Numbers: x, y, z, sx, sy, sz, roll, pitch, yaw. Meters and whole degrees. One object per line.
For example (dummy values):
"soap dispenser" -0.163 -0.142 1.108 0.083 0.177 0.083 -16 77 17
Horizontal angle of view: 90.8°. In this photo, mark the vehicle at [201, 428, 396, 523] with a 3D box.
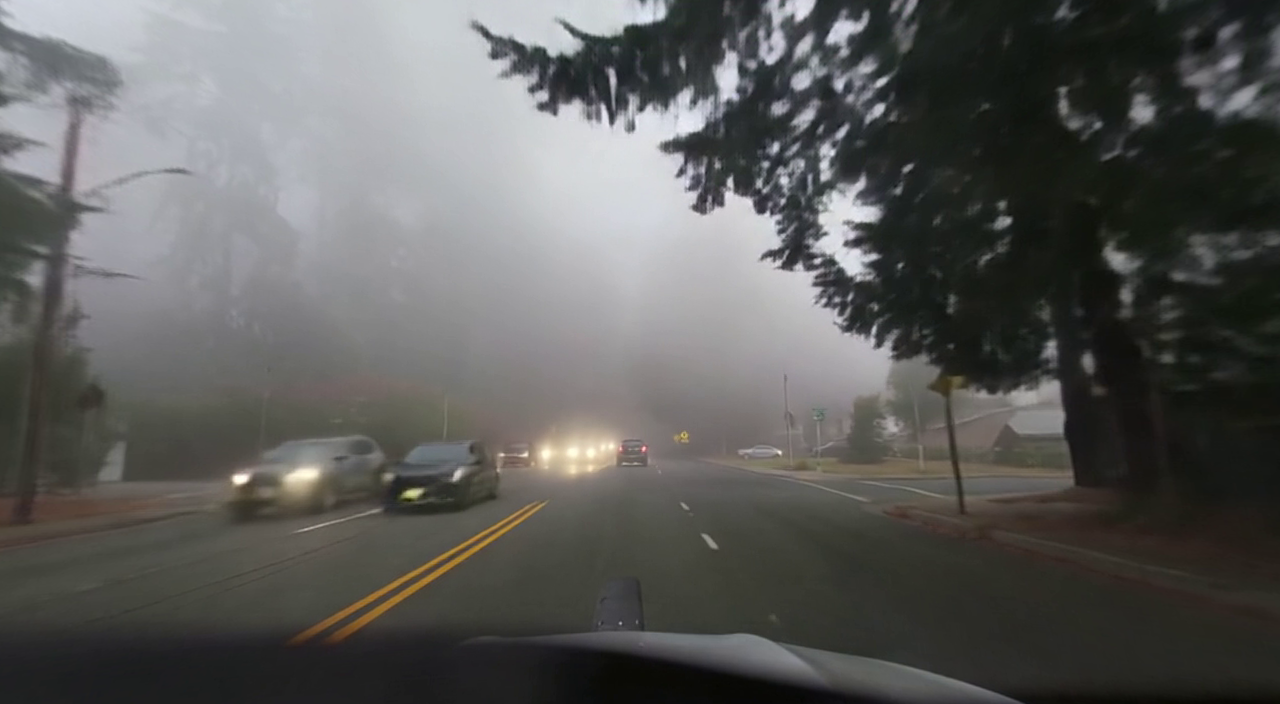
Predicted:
"vehicle" -7.434 2.704 14.401 2.044 1.699 4.400 -3 -9 -1

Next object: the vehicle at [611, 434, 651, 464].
"vehicle" -0.564 6.634 43.296 2.554 1.902 5.329 0 -9 1

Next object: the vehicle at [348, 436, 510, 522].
"vehicle" -4.279 2.622 13.579 2.039 1.460 4.189 -3 -9 0

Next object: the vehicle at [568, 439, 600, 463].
"vehicle" -4.172 7.490 47.988 1.955 1.723 4.287 0 -9 1

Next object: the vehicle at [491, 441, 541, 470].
"vehicle" -7.403 6.225 38.266 2.069 1.654 4.458 0 -9 1
